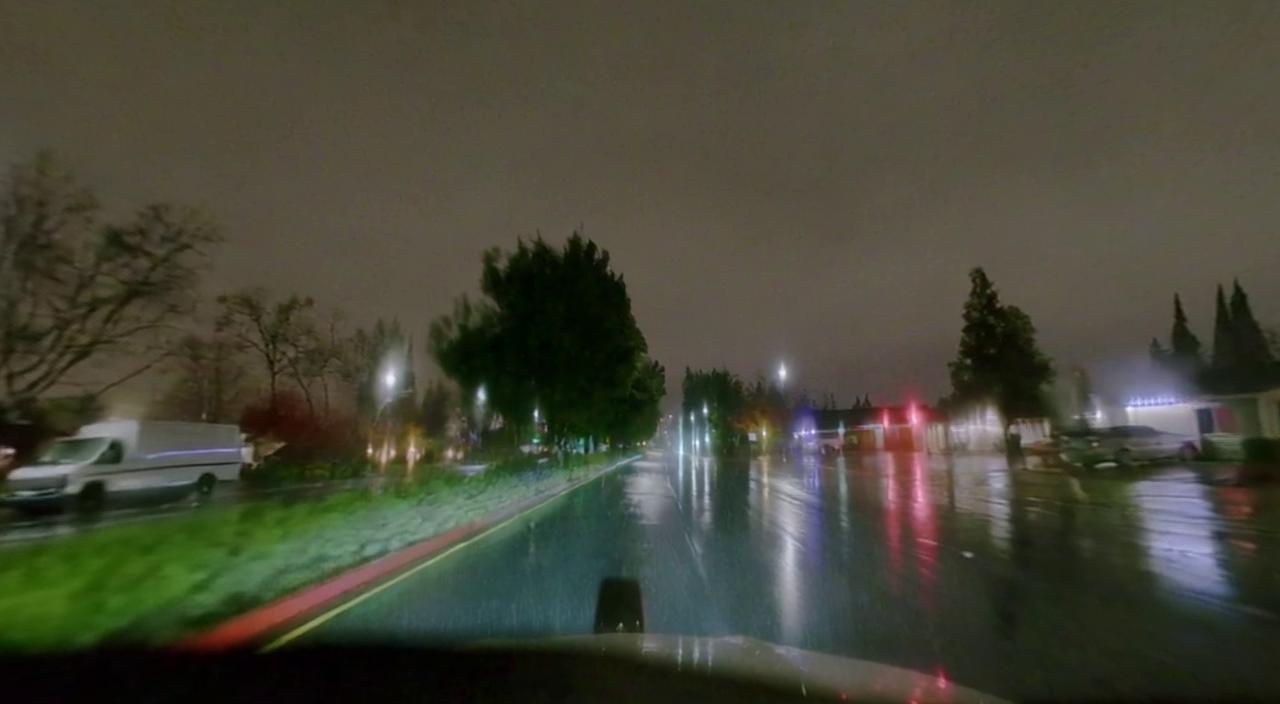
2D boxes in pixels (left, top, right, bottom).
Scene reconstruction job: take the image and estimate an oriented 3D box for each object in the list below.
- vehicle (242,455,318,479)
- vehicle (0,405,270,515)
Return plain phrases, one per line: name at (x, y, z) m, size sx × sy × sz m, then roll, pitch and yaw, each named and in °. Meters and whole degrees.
vehicle at (-25.144, 8.005, 44.054) m, size 1.880 × 1.341 × 4.090 m, roll 1°, pitch -6°, yaw 35°
vehicle at (-19.395, 4.164, 25.092) m, size 2.898 × 3.487 × 9.955 m, roll 0°, pitch -8°, yaw 2°
